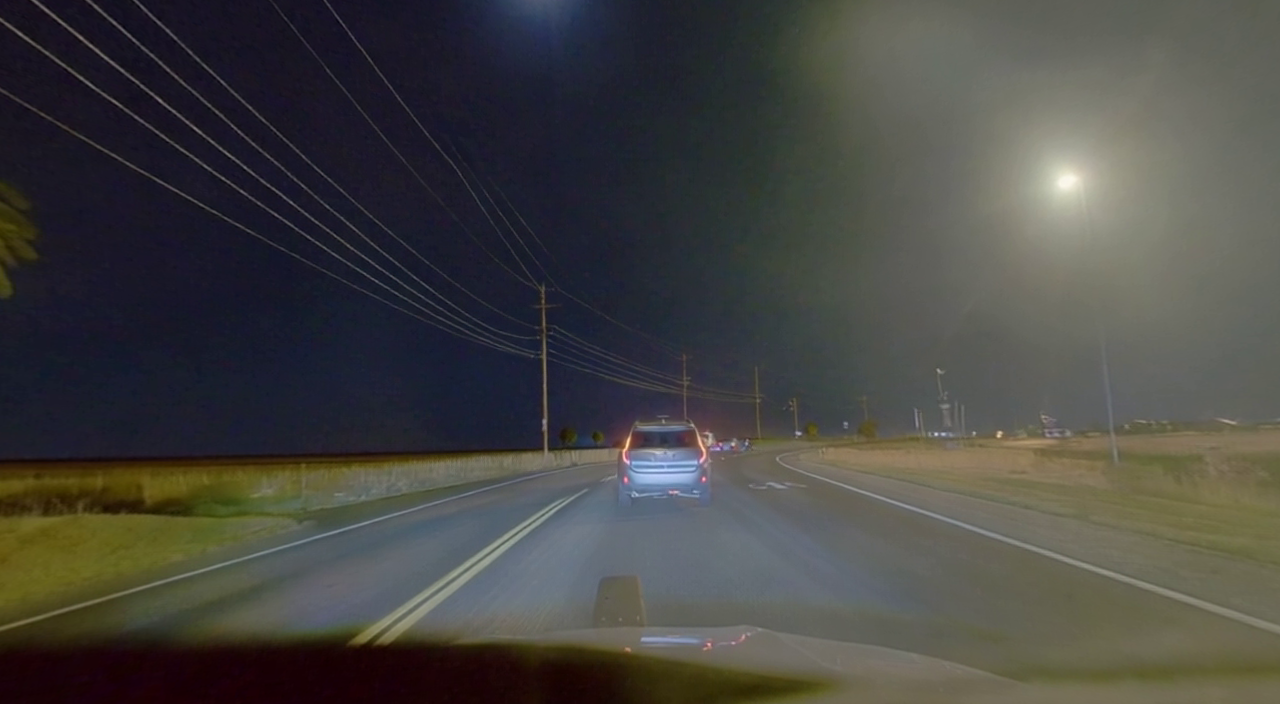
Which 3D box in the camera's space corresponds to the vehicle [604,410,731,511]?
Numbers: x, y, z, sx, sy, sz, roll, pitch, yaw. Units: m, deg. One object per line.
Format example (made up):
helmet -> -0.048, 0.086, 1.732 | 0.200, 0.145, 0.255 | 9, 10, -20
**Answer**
vehicle -> 0.565, 2.365, 14.116 | 2.364, 1.859, 4.538 | 0, -9, 2
